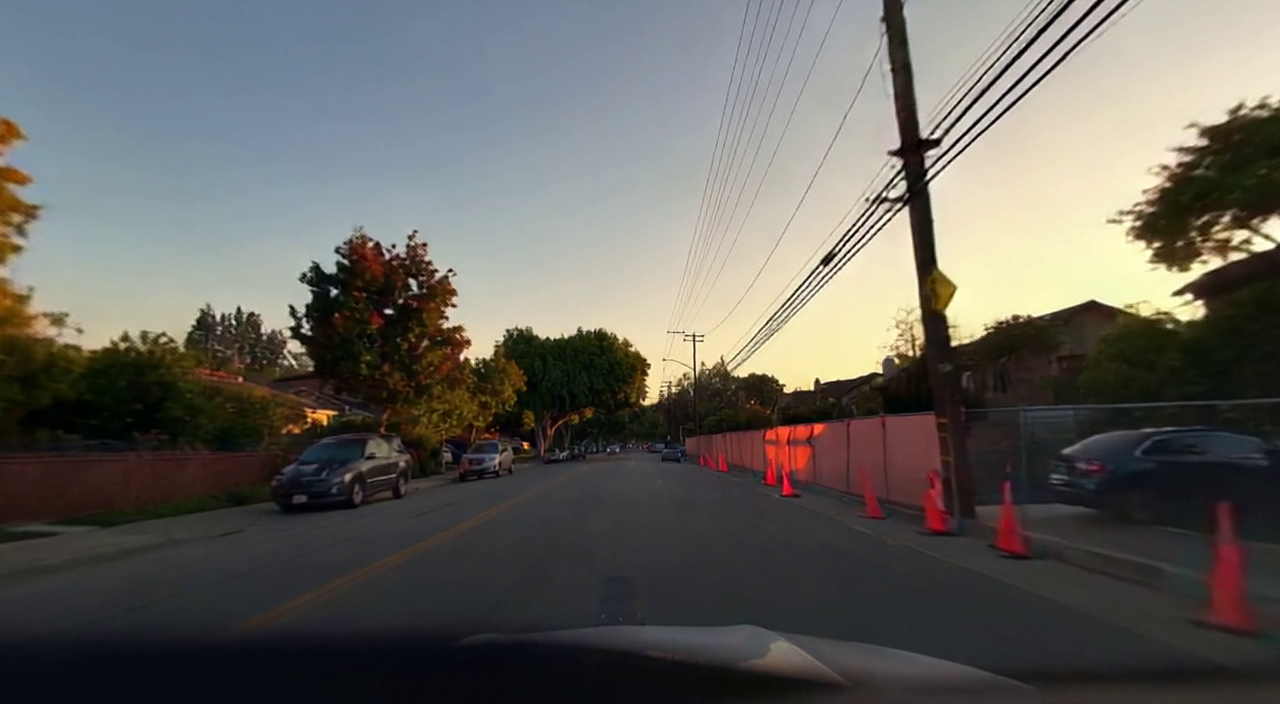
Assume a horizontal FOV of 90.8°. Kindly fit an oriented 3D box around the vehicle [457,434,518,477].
[{"bbox_3d":[-6.836,4.707,28.706,1.932,1.743,4.079,-2,-9,-2],"label":"vehicle"}]

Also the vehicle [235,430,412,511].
[{"bbox_3d":[-7.703,2.912,16.044,2.019,1.723,4.650,0,-9,1],"label":"vehicle"}]

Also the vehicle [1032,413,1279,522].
[{"bbox_3d":[9.916,1.930,10.810,4.954,1.670,2.052,0,-9,2],"label":"vehicle"}]
